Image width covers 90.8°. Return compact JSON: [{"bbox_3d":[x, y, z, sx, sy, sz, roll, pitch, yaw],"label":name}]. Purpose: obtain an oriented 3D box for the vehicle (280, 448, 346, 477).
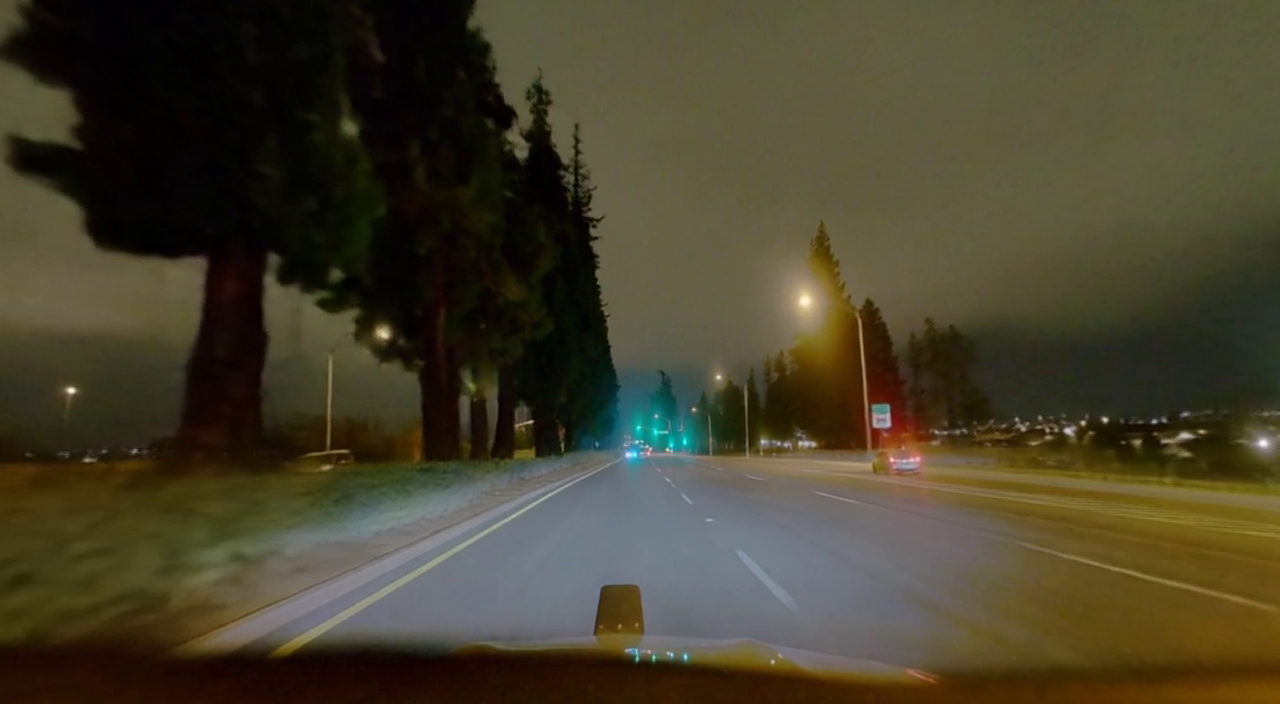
[{"bbox_3d":[-19.849,6.683,38.515,1.896,1.623,4.124,0,-8,-2],"label":"vehicle"}]
